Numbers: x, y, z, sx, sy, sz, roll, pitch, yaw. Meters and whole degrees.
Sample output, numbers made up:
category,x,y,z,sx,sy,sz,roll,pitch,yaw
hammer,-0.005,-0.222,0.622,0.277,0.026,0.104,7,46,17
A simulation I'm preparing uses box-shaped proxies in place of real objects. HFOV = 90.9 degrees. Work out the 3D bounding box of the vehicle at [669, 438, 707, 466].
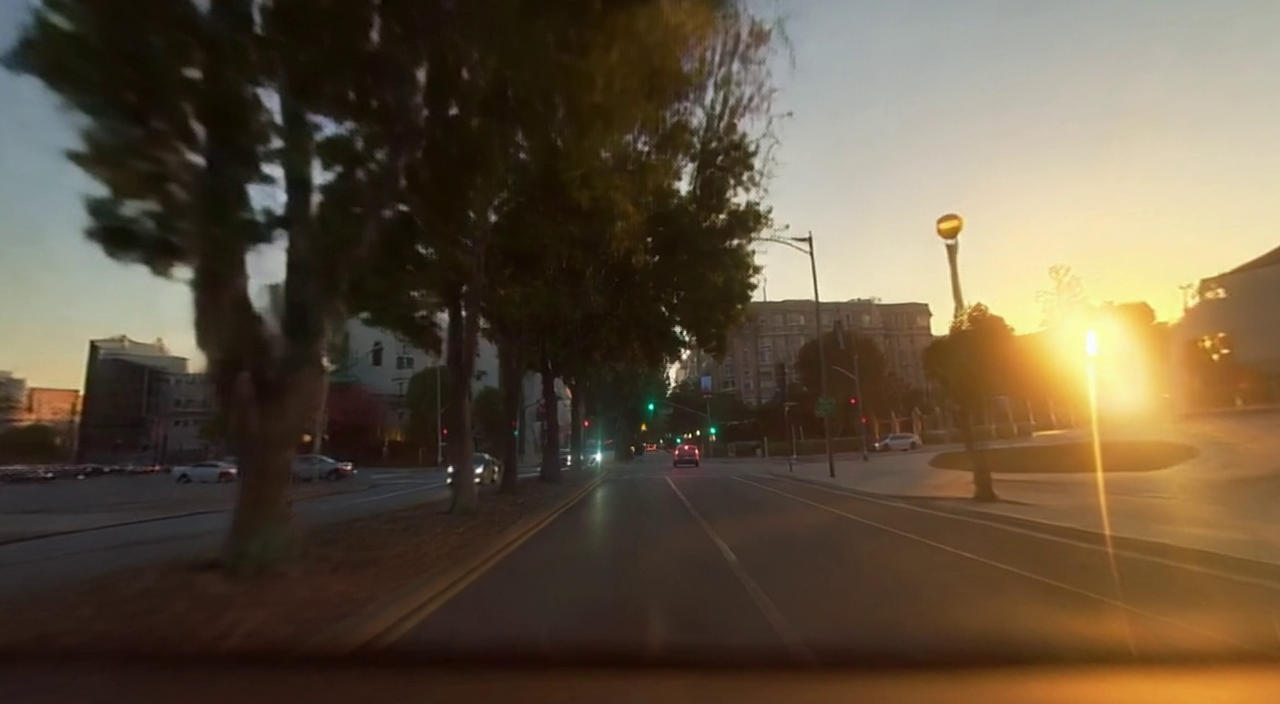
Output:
category,x,y,z,sx,sy,sz,roll,pitch,yaw
vehicle,3.068,6.586,41.486,2.129,1.719,4.205,0,-9,0

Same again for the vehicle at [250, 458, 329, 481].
category,x,y,z,sx,sy,sz,roll,pitch,yaw
vehicle,-24.519,8.222,44.184,4.359,1.457,2.043,0,-9,2

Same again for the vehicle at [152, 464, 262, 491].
category,x,y,z,sx,sy,sz,roll,pitch,yaw
vehicle,-24.880,7.219,36.336,4.815,1.469,2.056,0,-9,1

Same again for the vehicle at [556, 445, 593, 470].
category,x,y,z,sx,sy,sz,roll,pitch,yaw
vehicle,-4.522,7.329,44.102,1.991,1.614,4.718,0,-9,1

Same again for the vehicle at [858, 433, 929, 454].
category,x,y,z,sx,sy,sz,roll,pitch,yaw
vehicle,18.975,6.871,47.254,4.459,1.525,1.956,0,-9,0

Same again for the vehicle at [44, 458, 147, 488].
category,x,y,z,sx,sy,sz,roll,pitch,yaw
vehicle,-35.228,7.832,40.881,4.673,1.771,2.118,1,-10,2

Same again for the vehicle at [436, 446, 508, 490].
category,x,y,z,sx,sy,sz,roll,pitch,yaw
vehicle,-7.535,5.214,28.745,1.962,1.807,4.541,0,-9,1
